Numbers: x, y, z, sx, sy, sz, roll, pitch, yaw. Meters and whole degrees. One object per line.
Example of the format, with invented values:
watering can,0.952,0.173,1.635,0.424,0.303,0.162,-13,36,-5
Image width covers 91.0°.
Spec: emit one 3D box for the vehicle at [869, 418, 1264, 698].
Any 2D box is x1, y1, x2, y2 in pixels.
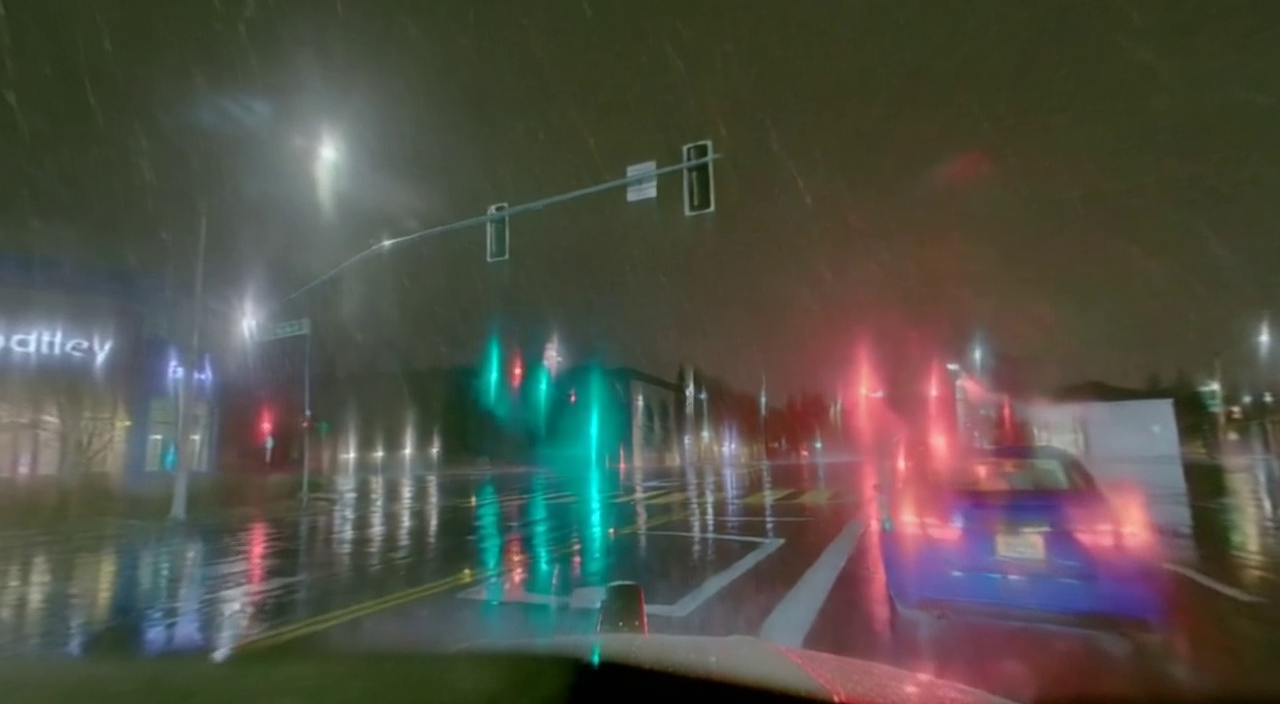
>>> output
vehicle,3.183,1.445,5.801,1.872,1.459,4.483,-3,-9,20
